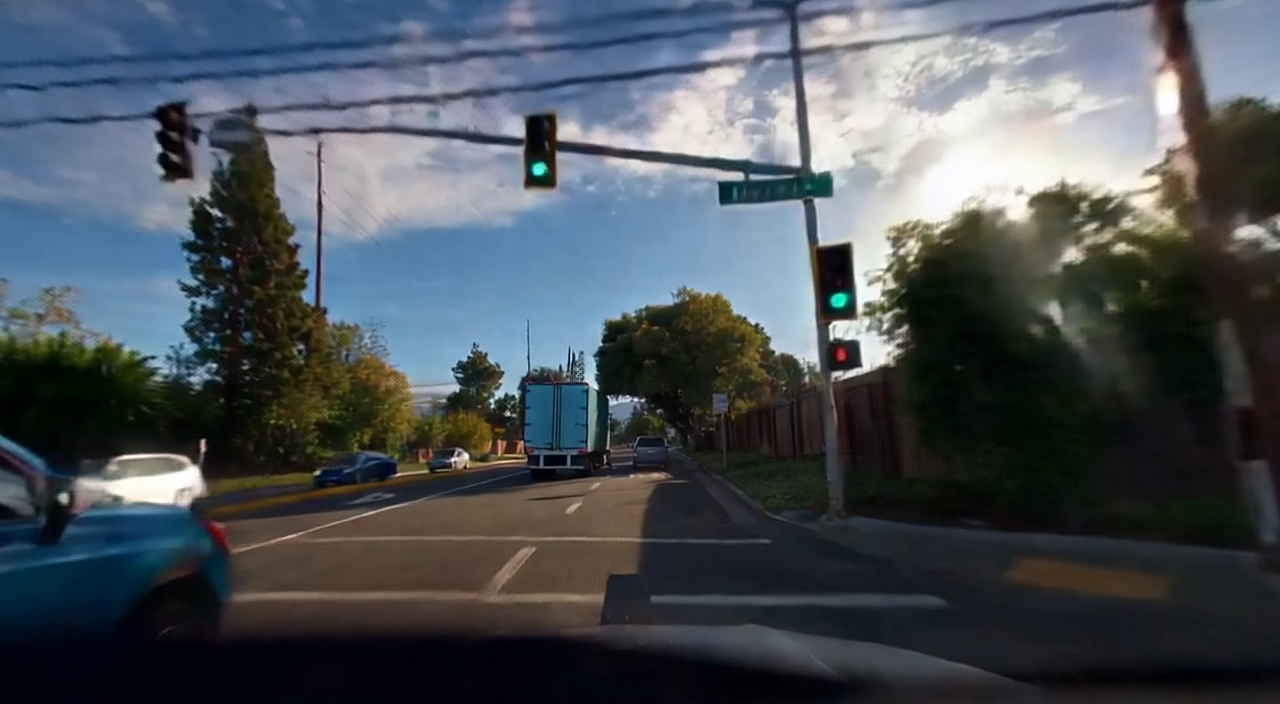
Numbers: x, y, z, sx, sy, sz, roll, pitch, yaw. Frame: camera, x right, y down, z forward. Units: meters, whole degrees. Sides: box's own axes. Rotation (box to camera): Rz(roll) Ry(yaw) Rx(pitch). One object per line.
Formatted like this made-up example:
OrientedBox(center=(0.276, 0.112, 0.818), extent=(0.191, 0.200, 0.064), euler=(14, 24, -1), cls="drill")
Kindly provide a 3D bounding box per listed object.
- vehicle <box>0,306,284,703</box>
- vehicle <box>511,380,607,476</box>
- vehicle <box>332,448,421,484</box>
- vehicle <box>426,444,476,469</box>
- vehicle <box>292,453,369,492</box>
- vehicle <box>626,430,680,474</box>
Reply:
OrientedBox(center=(-3.308, 0.677, 1.630), extent=(2.093, 1.832, 4.508), euler=(0, -8, 0), cls="vehicle")
OrientedBox(center=(-3.363, 3.585, 28.887), extent=(2.928, 3.658, 8.980), euler=(0, -8, 2), cls="vehicle")
OrientedBox(center=(-12.008, 5.183, 29.091), extent=(2.055, 1.489, 4.425), euler=(0, -8, 2), cls="vehicle")
OrientedBox(center=(-14.099, 7.799, 47.324), extent=(2.123, 1.789, 4.609), euler=(0, -8, 2), cls="vehicle")
OrientedBox(center=(-17.358, 6.748, 35.642), extent=(2.054, 1.935, 4.350), euler=(0, -8, 1), cls="vehicle")
OrientedBox(center=(0.553, 4.320, 27.400), extent=(2.174, 1.749, 4.113), euler=(0, -8, 1), cls="vehicle")
